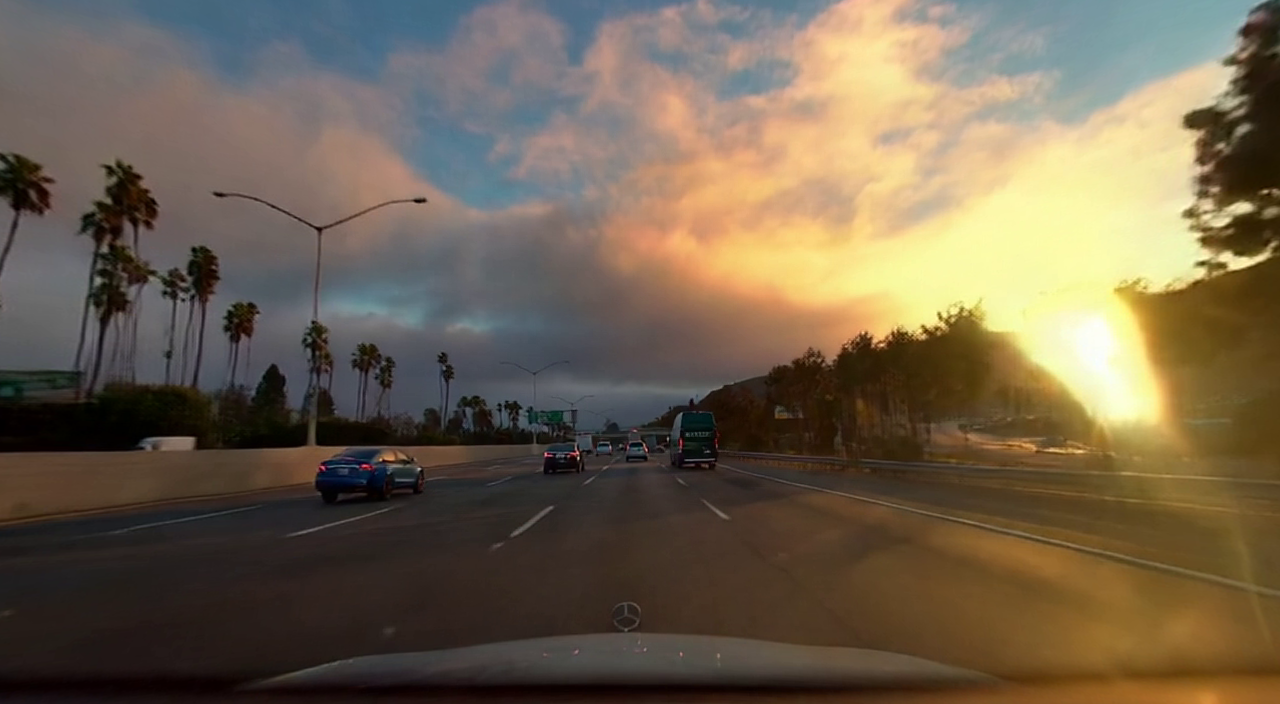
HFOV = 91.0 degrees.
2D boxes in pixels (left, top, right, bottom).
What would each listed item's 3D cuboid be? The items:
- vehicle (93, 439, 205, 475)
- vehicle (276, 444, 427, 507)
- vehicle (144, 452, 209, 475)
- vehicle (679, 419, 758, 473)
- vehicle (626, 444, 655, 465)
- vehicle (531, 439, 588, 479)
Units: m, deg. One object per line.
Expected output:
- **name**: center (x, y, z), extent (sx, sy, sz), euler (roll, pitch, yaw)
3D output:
- **vehicle**: center (-36.025, 7.752, 46.603), extent (2.301, 2.392, 7.242), euler (0, -9, 1)
- **vehicle**: center (-7.647, 3.306, 17.269), extent (2.050, 1.487, 4.372), euler (0, -9, 0)
- **vehicle**: center (-31.753, 7.632, 43.261), extent (1.649, 1.463, 3.657), euler (0, -9, 1)
- **vehicle**: center (4.227, 5.731, 38.033), extent (2.891, 2.596, 15.534), euler (0, -9, 0)
- **vehicle**: center (0.042, 7.794, 48.005), extent (2.085, 1.507, 4.096), euler (0, -9, 0)
- **vehicle**: center (-3.577, 4.837, 28.635), extent (2.017, 1.683, 4.094), euler (0, -9, 0)
